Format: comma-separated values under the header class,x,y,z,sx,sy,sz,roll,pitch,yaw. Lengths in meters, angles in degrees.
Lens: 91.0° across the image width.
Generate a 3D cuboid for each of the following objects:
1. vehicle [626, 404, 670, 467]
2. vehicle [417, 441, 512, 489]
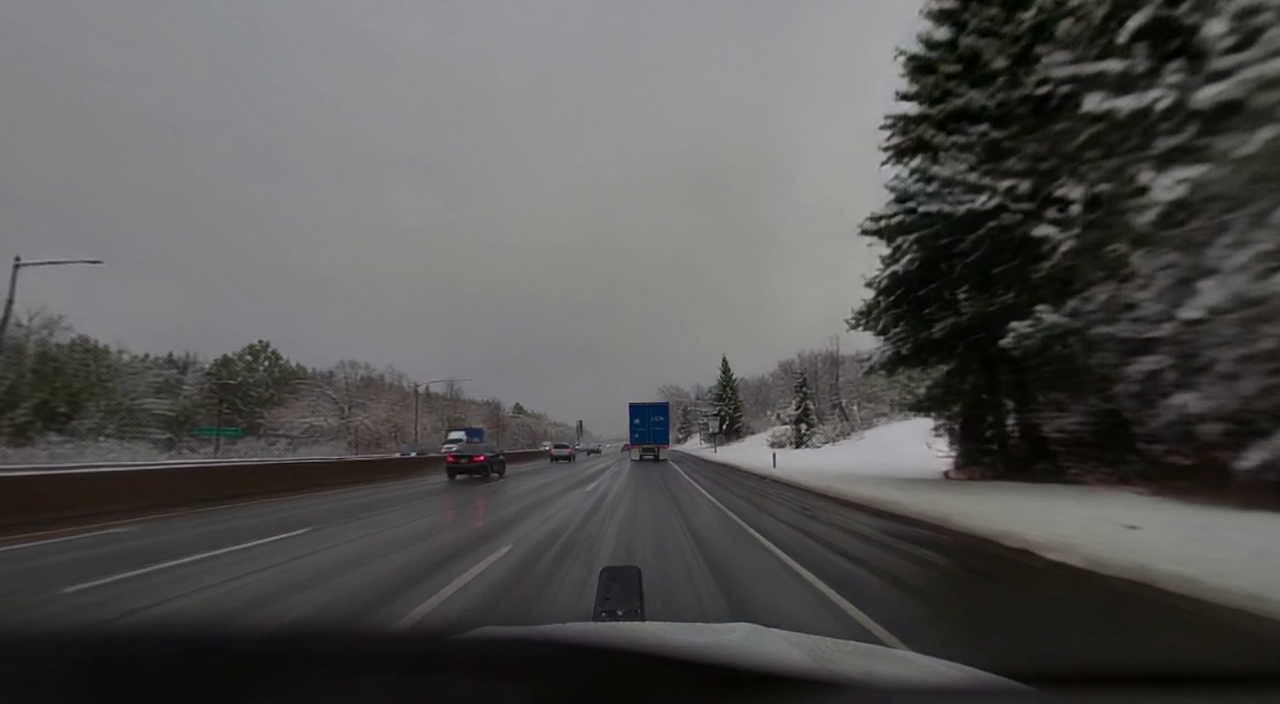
class,x,y,z,sx,sy,sz,roll,pitch,yaw
vehicle,0.653,6.695,49.502,2.918,4.124,14.567,0,-9,1
vehicle,-6.133,3.987,22.662,2.017,1.517,4.766,0,-9,0
